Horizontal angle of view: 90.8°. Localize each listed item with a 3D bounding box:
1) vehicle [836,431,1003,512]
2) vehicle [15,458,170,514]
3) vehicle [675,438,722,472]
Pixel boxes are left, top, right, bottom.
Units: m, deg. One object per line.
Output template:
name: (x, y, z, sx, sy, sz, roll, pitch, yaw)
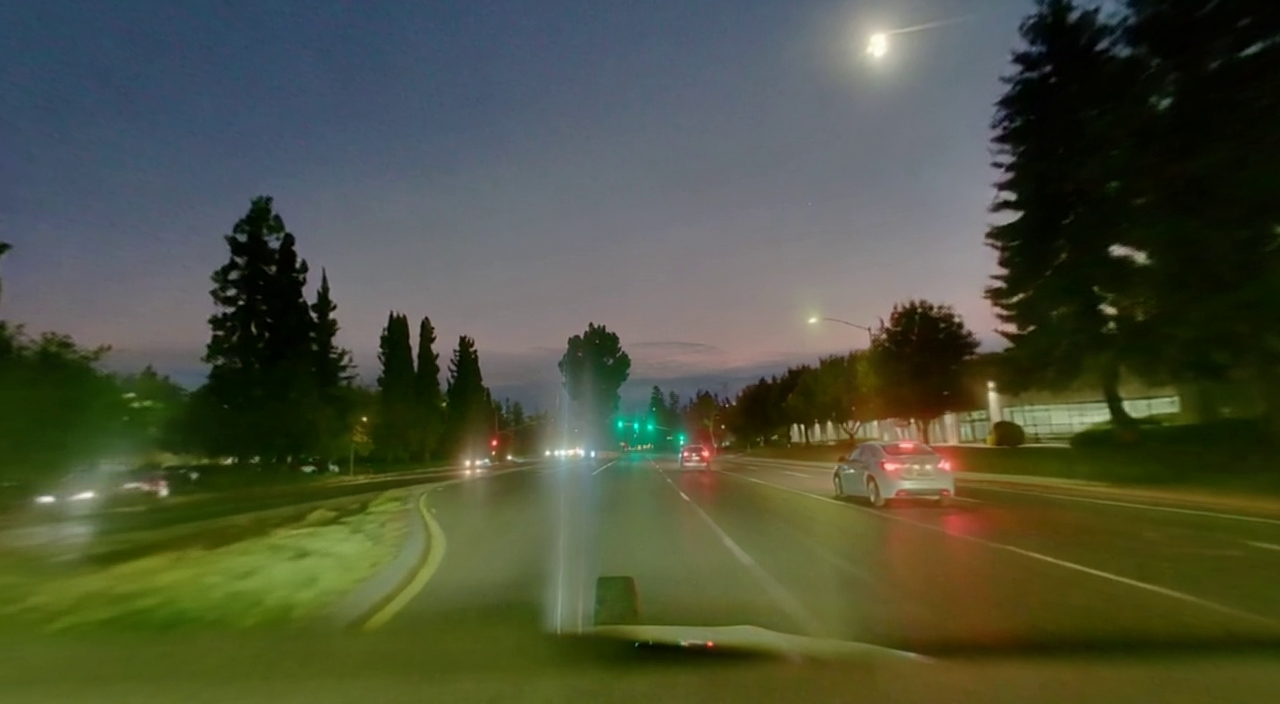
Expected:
vehicle: (6.371, 2.758, 15.054, 2.000, 1.618, 4.238, 0, -9, 0)
vehicle: (-21.676, 5.270, 25.329, 2.050, 1.890, 4.582, 0, -9, 0)
vehicle: (3.207, 5.754, 35.463, 2.095, 1.759, 4.862, 0, -9, -1)
